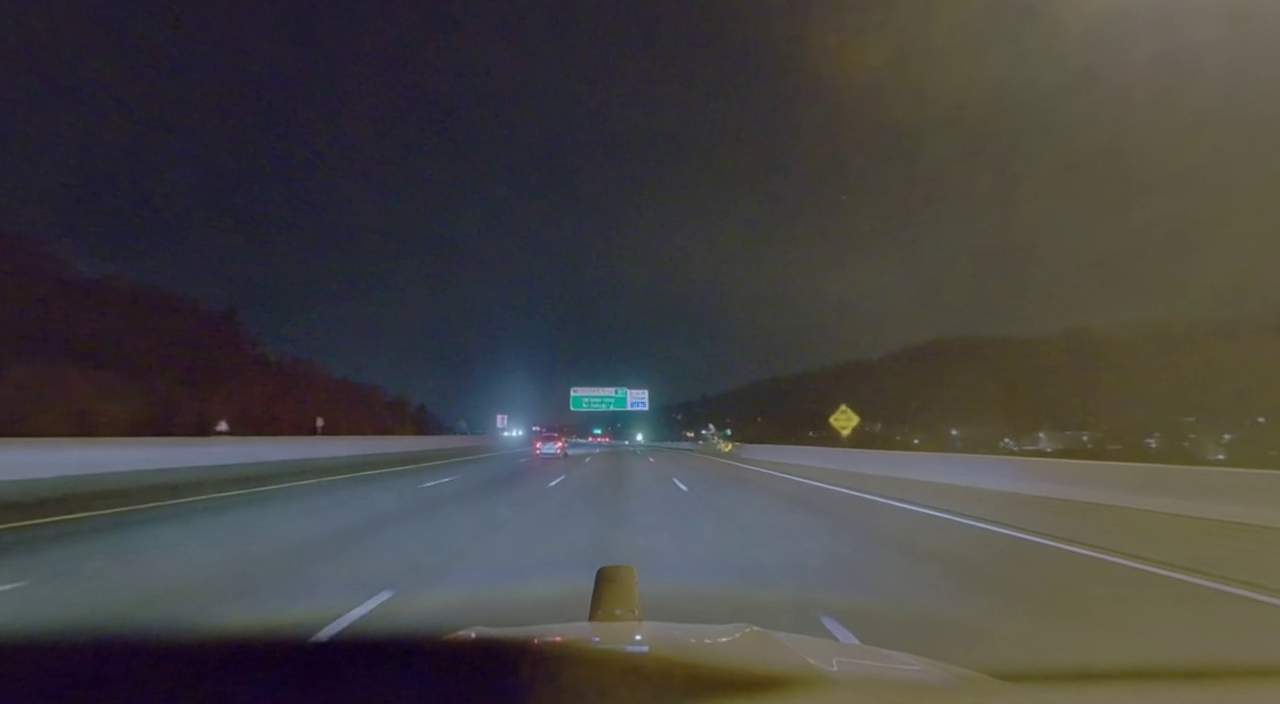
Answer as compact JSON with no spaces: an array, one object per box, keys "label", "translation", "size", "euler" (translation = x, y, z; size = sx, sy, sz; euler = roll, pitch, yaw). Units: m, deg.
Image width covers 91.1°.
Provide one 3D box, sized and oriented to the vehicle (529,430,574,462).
[{"label":"vehicle","translation":[-4.681,5.023,33.758],"size":[1.878,1.548,3.966],"euler":[0,-8,-1]}]
